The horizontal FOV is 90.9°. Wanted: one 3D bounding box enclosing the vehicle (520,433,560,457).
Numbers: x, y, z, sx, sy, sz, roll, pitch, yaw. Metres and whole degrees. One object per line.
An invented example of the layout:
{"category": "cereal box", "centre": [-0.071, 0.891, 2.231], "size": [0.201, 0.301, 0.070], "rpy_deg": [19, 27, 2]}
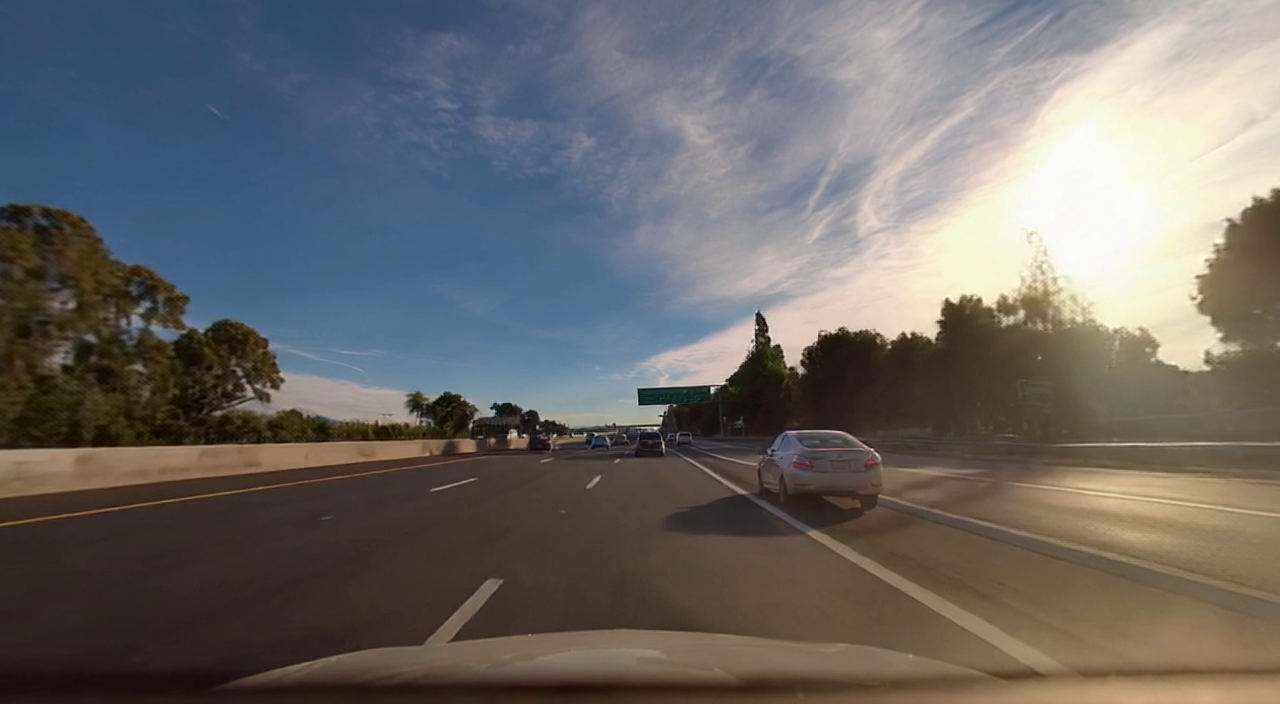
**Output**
{"category": "vehicle", "centre": [-6.943, 6.490, 44.148], "size": [2.009, 1.537, 4.449], "rpy_deg": [0, -8, 0]}

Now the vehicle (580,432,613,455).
{"category": "vehicle", "centre": [-3.104, 6.649, 45.974], "size": [2.103, 1.512, 4.155], "rpy_deg": [0, -8, 1]}

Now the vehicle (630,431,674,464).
{"category": "vehicle", "centre": [0.601, 5.152, 34.460], "size": [2.240, 1.646, 4.949], "rpy_deg": [0, -8, 0]}
